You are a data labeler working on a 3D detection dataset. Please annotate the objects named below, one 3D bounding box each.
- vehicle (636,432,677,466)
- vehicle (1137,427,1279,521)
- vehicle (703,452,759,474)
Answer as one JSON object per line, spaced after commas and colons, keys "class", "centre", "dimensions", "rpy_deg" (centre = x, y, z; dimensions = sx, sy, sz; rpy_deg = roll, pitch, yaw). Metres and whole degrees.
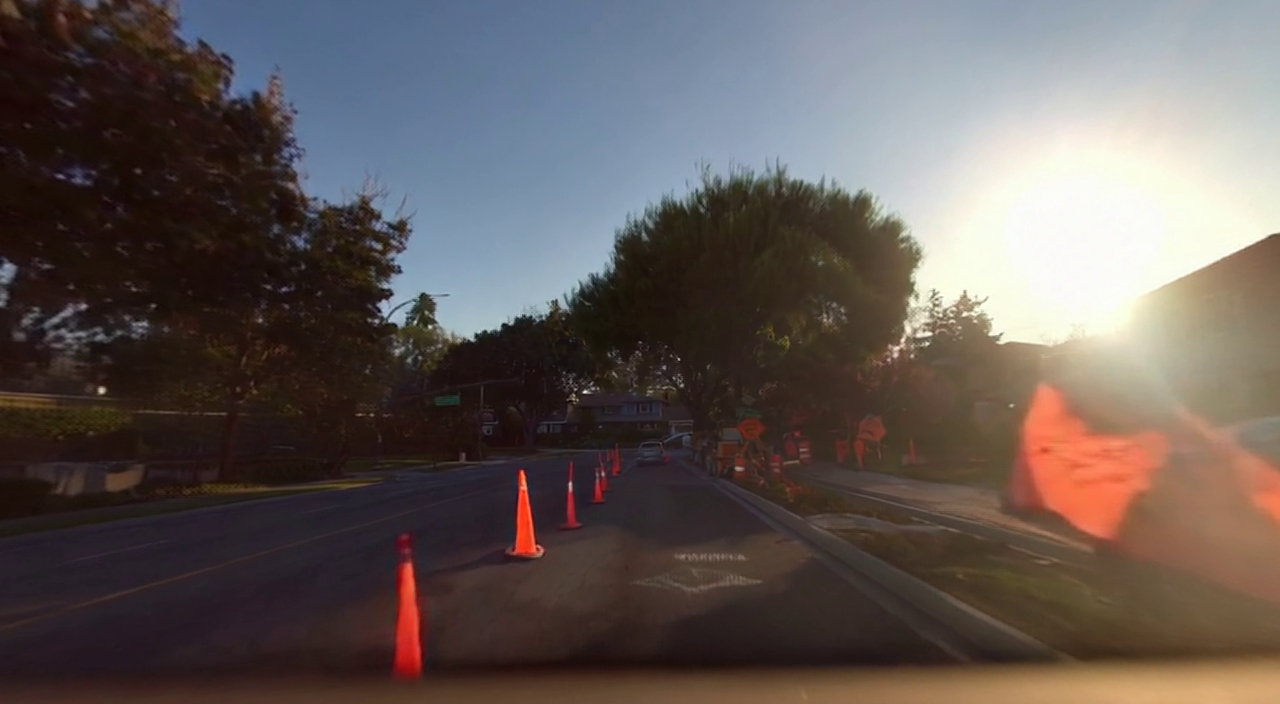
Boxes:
{"class": "vehicle", "centre": [0.870, 5.374, 34.940], "dimensions": [2.151, 1.708, 4.084], "rpy_deg": [0, -9, 0]}
{"class": "vehicle", "centre": [11.653, 2.073, 10.846], "dimensions": [4.463, 1.466, 1.813], "rpy_deg": [0, -9, 5]}
{"class": "vehicle", "centre": [4.063, 5.009, 28.483], "dimensions": [2.123, 0.883, 3.024], "rpy_deg": [0, -8, 1]}
